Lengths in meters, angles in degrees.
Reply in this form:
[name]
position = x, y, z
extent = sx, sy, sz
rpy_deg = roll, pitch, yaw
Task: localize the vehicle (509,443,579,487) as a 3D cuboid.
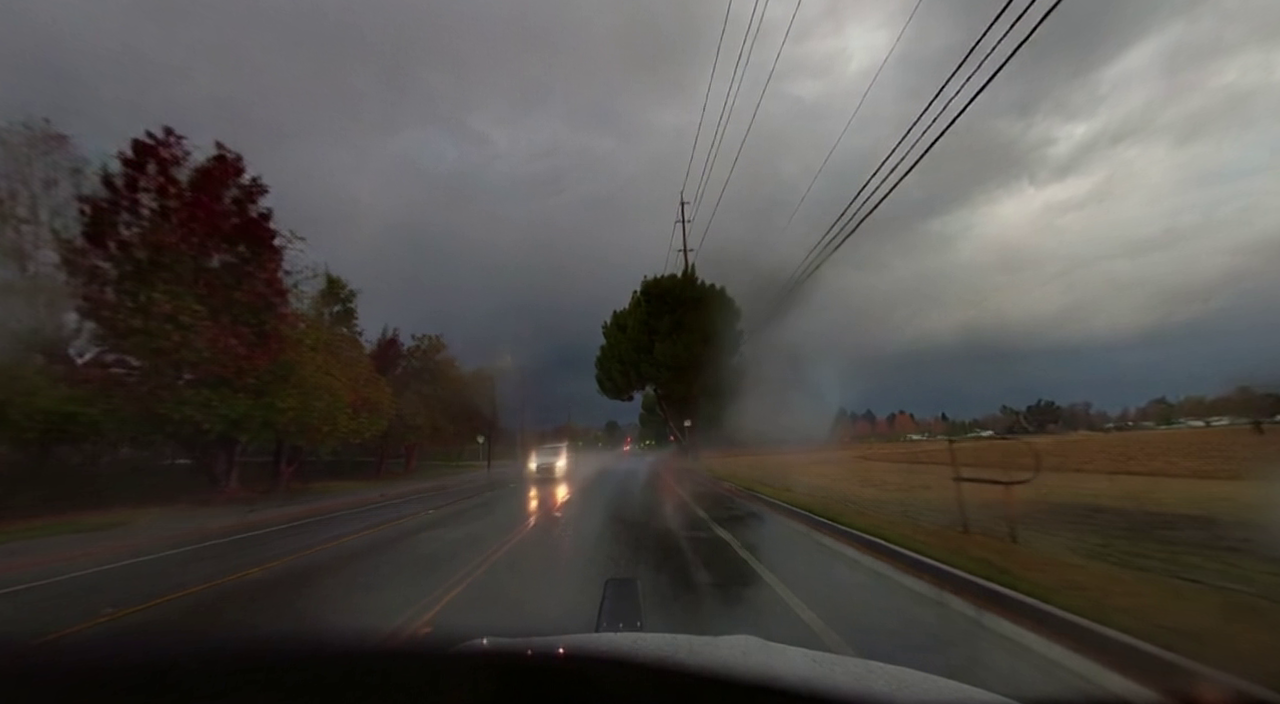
[vehicle]
position = -3.783, 4.551, 25.776
extent = 2.086, 1.608, 4.649
rpy_deg = 0, -9, 1
